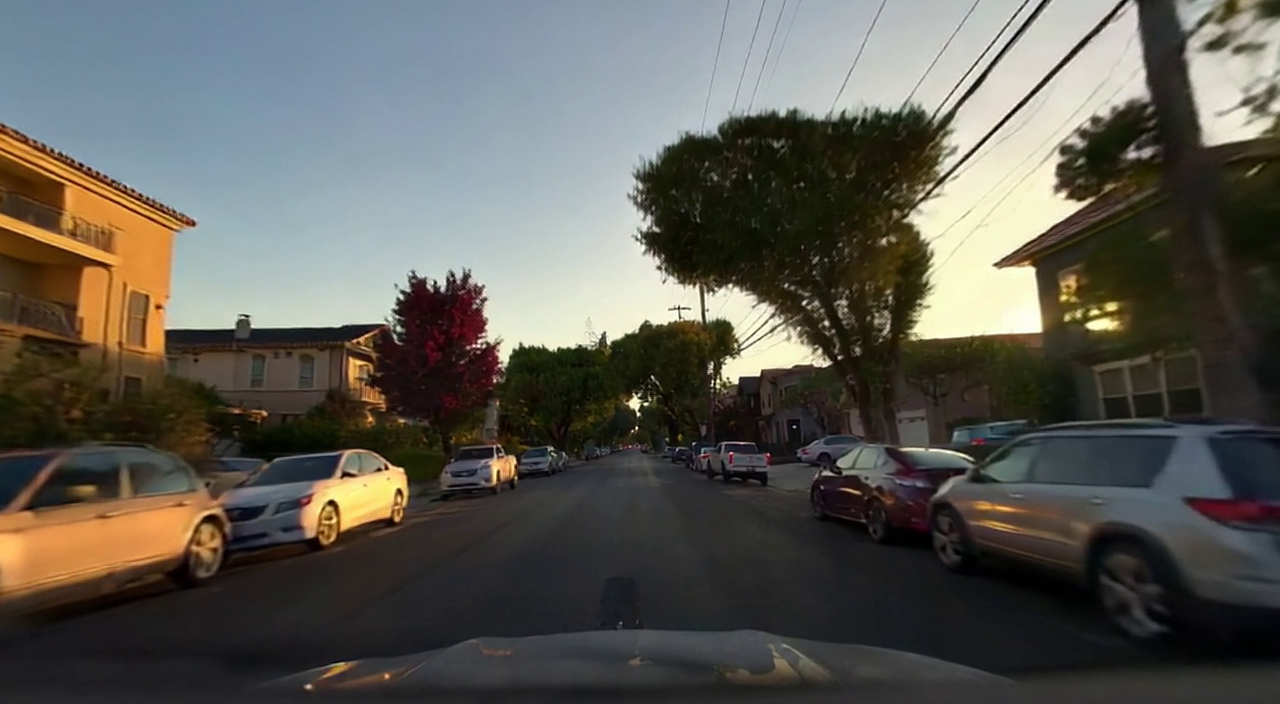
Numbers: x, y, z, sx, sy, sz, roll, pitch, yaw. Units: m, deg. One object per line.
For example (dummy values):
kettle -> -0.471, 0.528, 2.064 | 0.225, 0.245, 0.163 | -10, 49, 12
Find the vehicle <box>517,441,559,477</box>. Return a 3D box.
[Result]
vehicle -> -5.869, 6.154, 36.764 | 2.046, 1.825, 4.627 | -2, -8, -6

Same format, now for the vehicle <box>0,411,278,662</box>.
vehicle -> -5.389, 1.512, 5.685 | 1.873, 1.709, 4.206 | -3, -8, -1

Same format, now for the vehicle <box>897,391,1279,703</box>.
vehicle -> 4.196, 1.364, 5.562 | 1.979, 1.620, 4.684 | 0, -9, 1

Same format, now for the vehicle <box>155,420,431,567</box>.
vehicle -> -5.422, 2.227, 10.929 | 1.955, 1.844, 5.109 | -2, -8, -1

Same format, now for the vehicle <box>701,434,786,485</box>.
vehicle -> 4.044, 4.349, 25.859 | 2.279, 1.848, 5.577 | 1, -9, -3

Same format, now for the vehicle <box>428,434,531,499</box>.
vehicle -> -5.544, 3.983, 22.686 | 2.285, 1.895, 5.883 | -2, -8, -1
